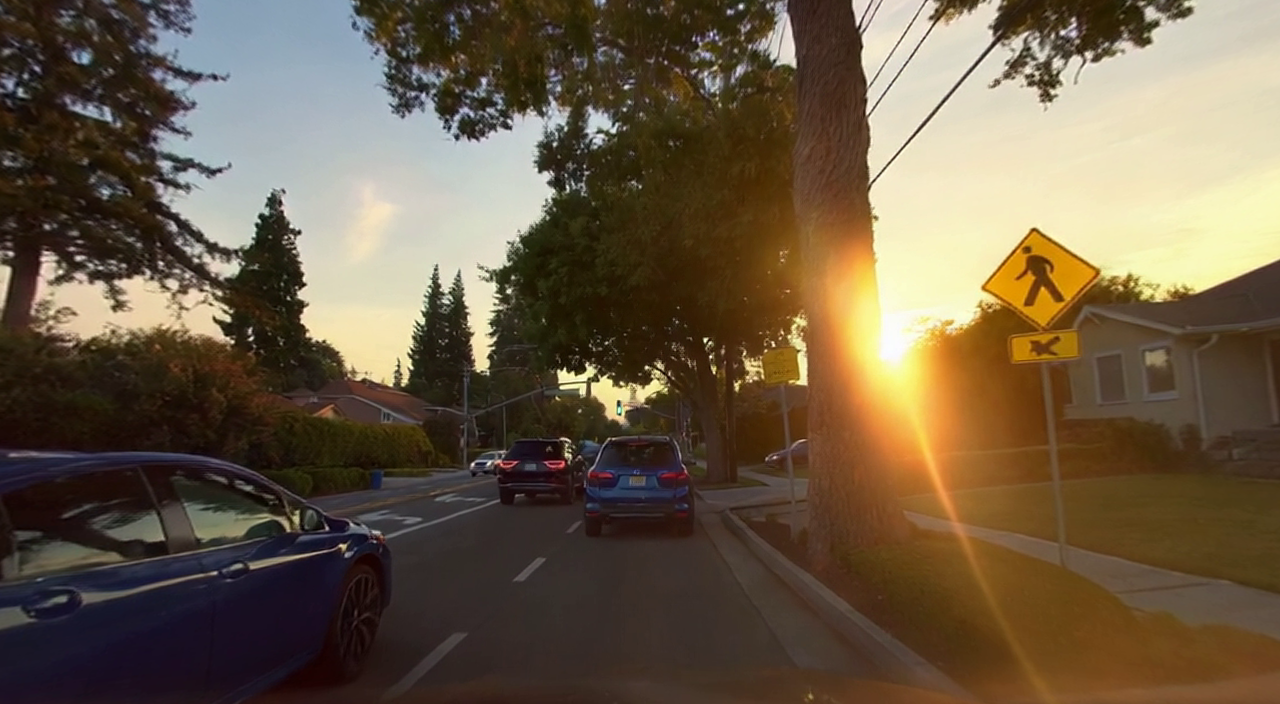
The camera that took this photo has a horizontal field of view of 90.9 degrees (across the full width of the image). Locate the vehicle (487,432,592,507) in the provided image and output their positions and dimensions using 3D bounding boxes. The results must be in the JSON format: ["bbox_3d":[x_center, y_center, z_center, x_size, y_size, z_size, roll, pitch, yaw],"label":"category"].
[{"bbox_3d":[-2.532,3.089,16.961,2.000,1.737,4.133,-1,-9,2],"label":"vehicle"}]

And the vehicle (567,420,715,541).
[{"bbox_3d":[0.071,2.154,11.068,2.120,1.718,3.909,-1,-9,2],"label":"vehicle"}]

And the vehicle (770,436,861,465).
[{"bbox_3d":[9.515,5.376,34.442,4.456,1.504,1.914,-1,-9,3],"label":"vehicle"}]

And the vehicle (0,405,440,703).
[{"bbox_3d":[-2.861,1.126,3.328,1.968,1.472,4.685,0,-9,1],"label":"vehicle"}]
